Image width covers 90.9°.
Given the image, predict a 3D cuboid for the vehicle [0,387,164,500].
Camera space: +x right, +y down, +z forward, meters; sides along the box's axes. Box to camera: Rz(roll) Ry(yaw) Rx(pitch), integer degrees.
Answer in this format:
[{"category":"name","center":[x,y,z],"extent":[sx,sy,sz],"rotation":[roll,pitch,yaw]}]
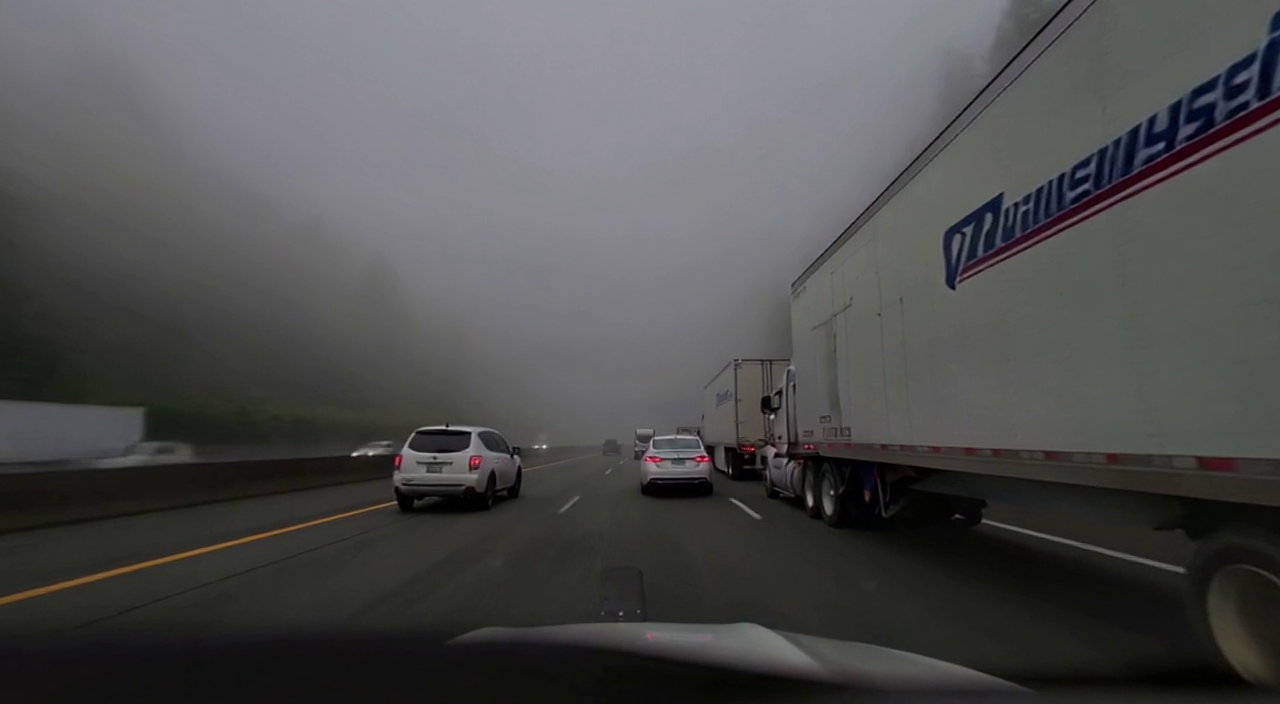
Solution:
[{"category":"vehicle","center":[-18.358,2.737,19.019],"extent":[2.822,2.949,6.389],"rotation":[0,-8,1]}]

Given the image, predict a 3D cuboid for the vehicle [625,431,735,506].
[{"category":"vehicle","center":[0.775,2.627,14.818],"extent":[2.200,1.495,4.282],"rotation":[0,-8,-1]}]

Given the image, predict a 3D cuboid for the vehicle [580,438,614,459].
[{"category":"vehicle","center":[-3.244,7.441,48.712],"extent":[2.181,1.538,4.169],"rotation":[0,-8,2]}]

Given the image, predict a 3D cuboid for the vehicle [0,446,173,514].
[{"category":"vehicle","center":[-14.898,3.196,16.405],"extent":[1.974,1.441,4.499],"rotation":[0,-8,1]}]

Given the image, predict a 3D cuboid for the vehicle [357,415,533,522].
[{"category":"vehicle","center":[-3.581,2.213,12.600],"extent":[2.006,1.729,4.447],"rotation":[0,-8,1]}]

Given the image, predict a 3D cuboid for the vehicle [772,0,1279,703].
[{"category":"vehicle","center":[4.525,0.040,6.455],"extent":[2.967,4.347,15.373],"rotation":[0,-8,0]}]
